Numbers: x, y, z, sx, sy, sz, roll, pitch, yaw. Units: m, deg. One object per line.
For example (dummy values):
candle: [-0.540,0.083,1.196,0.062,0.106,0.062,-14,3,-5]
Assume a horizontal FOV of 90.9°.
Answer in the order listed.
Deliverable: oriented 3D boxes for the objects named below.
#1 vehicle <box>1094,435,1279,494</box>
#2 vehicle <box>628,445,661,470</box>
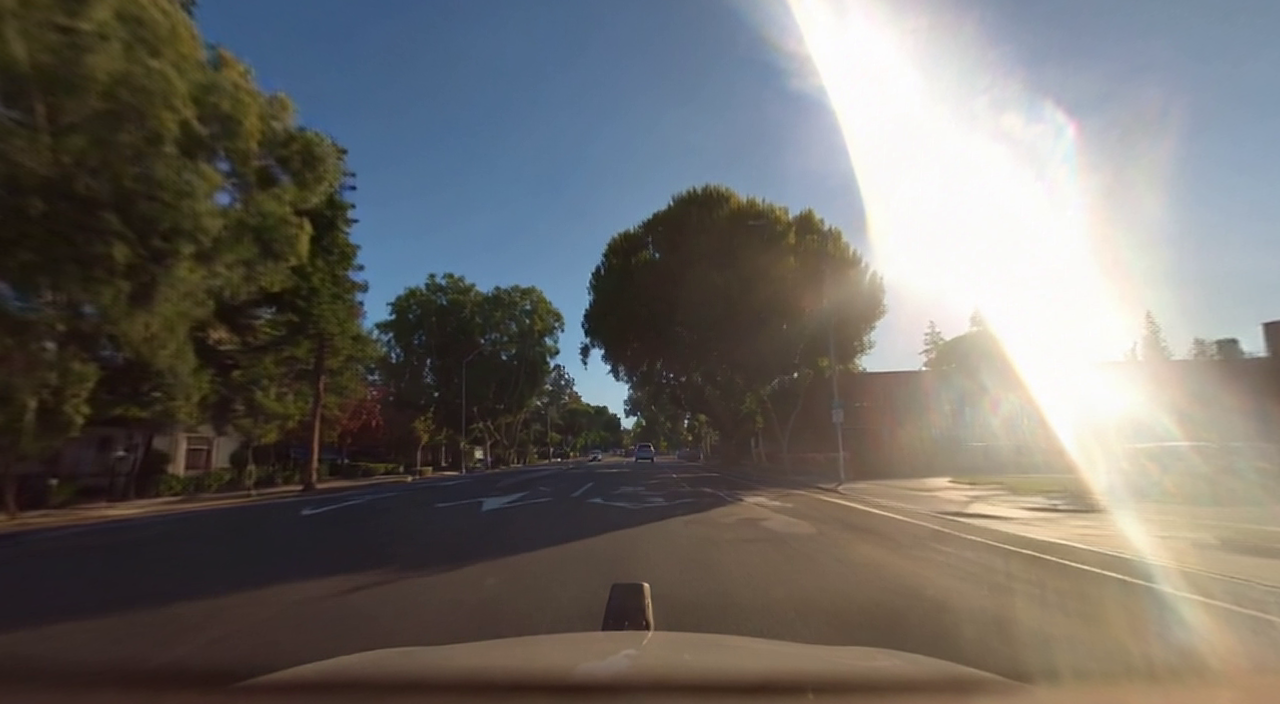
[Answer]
vehicle: [15.411,2.993,16.938,4.824,1.462,1.974,0,-9,0]
vehicle: [0.335,7.383,44.396,2.200,1.653,4.127,0,-8,1]
